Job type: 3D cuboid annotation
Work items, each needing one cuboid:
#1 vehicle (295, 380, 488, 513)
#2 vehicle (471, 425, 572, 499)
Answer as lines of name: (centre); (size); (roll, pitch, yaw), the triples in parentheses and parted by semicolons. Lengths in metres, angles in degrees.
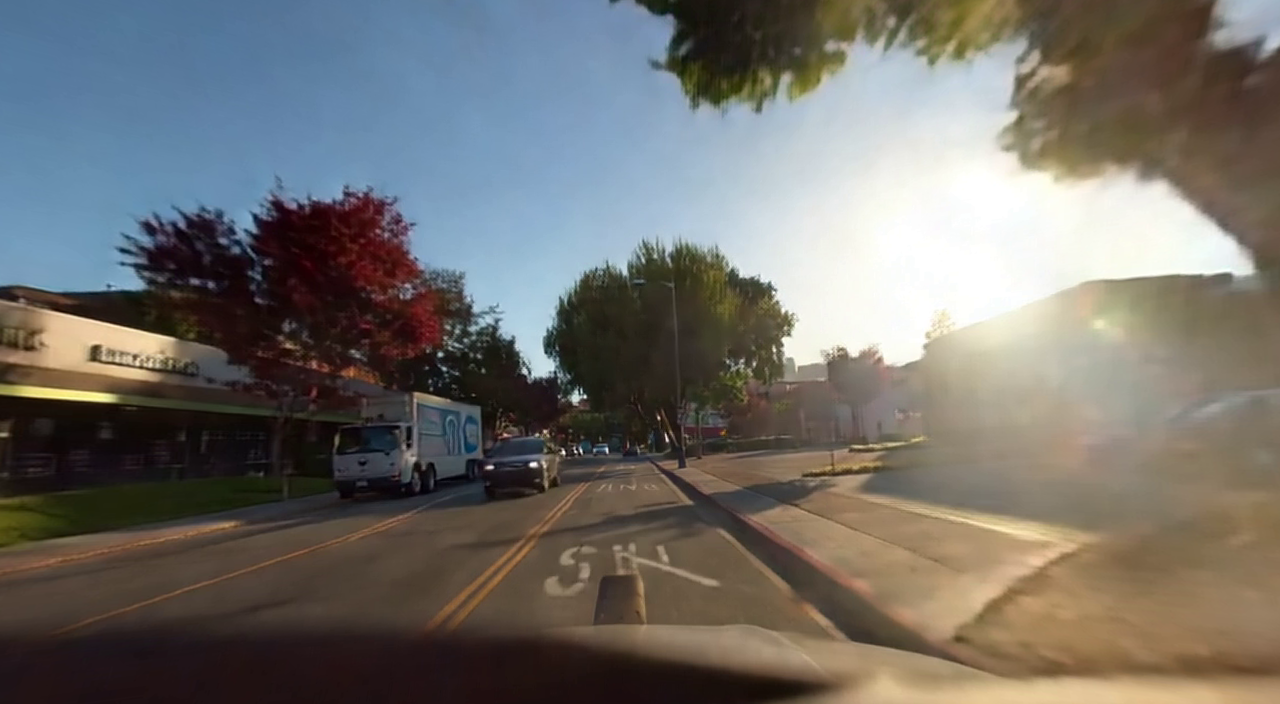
vehicle: (-9.107, 3.517, 25.232); (2.986, 3.768, 11.697); (-6, -6, -1)
vehicle: (-3.302, 3.178, 18.573); (2.118, 1.864, 4.640); (0, -9, -1)
